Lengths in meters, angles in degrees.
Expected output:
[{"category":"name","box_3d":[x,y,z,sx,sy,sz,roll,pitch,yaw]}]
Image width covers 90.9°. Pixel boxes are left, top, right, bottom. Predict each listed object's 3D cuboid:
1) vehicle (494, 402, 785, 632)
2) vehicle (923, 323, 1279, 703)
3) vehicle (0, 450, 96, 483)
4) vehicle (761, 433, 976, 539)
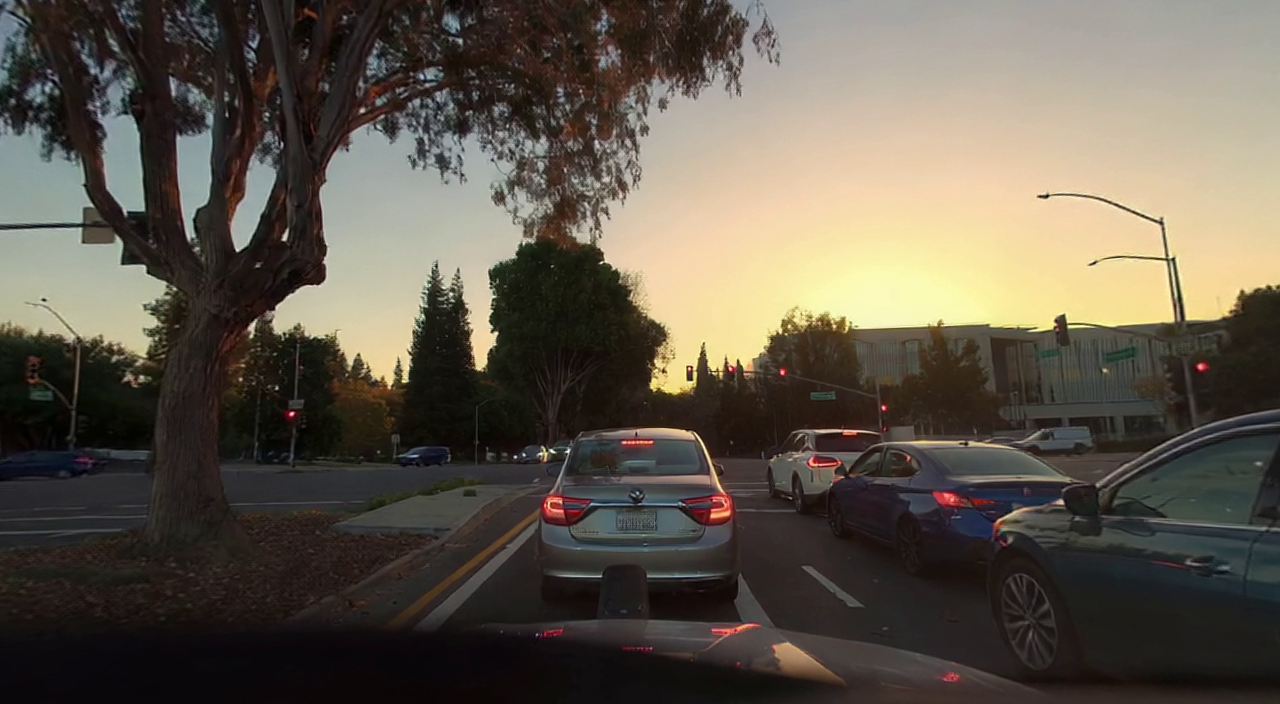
[{"category":"vehicle","box_3d":[-0.025,1.473,6.500,2.074,1.631,3.793,0,-9,-1]},{"category":"vehicle","box_3d":[3.723,0.928,3.436,2.162,1.829,4.519,0,-9,-1]},{"category":"vehicle","box_3d":[-40.757,7.697,42.748,5.321,2.089,2.177,4,-10,-26]},{"category":"vehicle","box_3d":[3.687,2.258,11.302,2.054,1.482,4.654,0,-9,-1]}]
